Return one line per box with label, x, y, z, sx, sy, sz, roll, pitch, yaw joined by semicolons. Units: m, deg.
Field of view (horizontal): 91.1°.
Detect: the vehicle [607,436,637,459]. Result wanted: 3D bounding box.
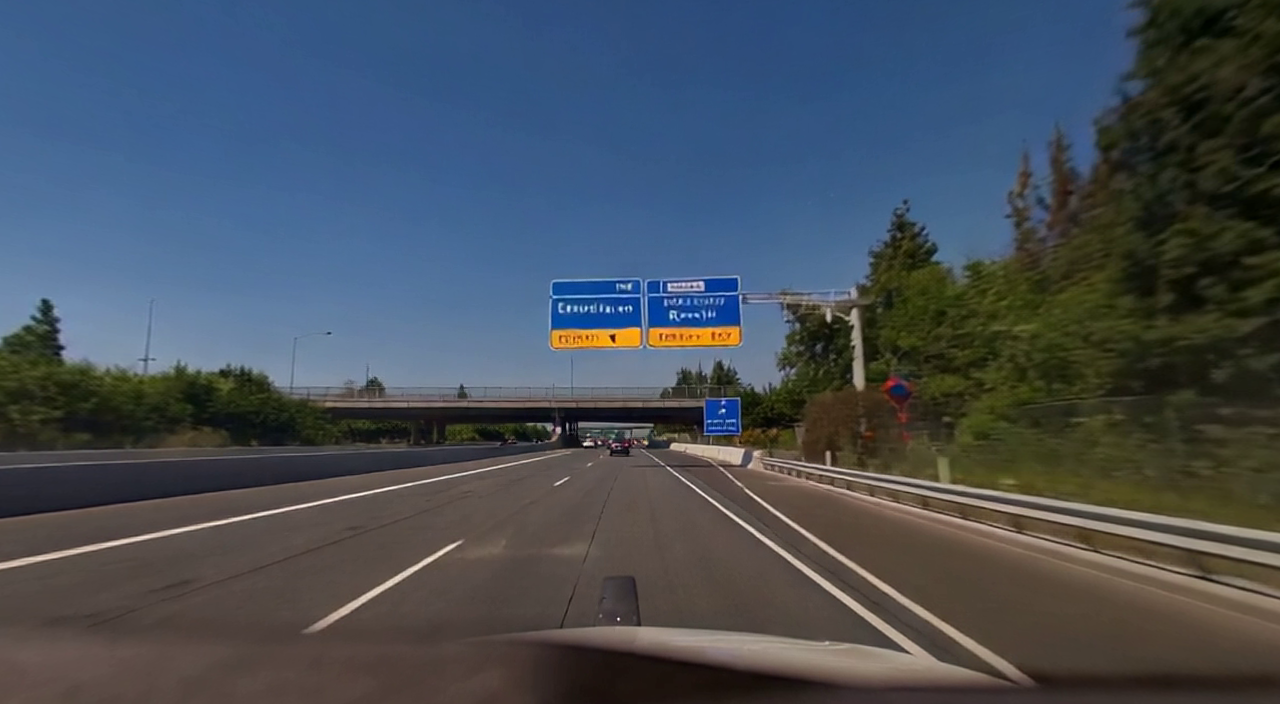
vehicle;-1.225;6.647;43.826;2.025;1.519;3.924;0;-8;-1
